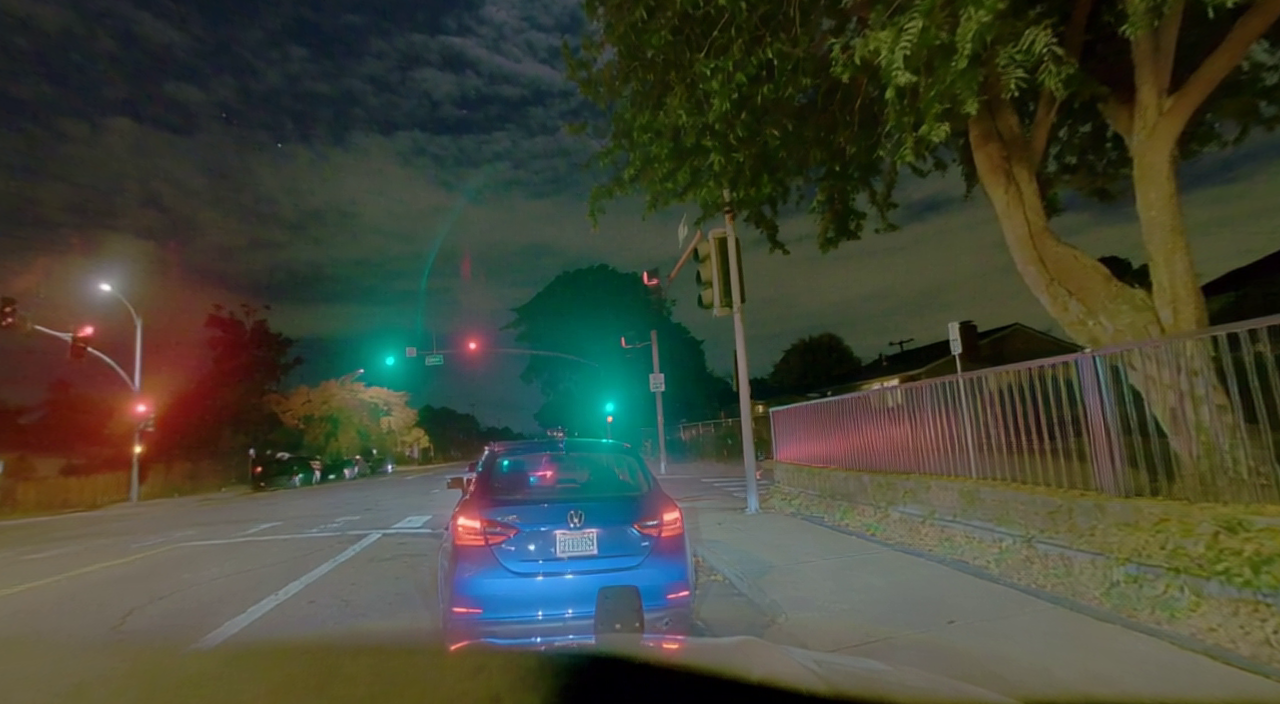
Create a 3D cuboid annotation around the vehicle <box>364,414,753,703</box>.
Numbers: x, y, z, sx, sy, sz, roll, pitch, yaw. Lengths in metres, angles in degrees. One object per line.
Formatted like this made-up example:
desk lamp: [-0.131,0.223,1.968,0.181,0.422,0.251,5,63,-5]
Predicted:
vehicle: [-0.678,1.362,5.226,2.024,1.502,3.702,1,-9,-9]
